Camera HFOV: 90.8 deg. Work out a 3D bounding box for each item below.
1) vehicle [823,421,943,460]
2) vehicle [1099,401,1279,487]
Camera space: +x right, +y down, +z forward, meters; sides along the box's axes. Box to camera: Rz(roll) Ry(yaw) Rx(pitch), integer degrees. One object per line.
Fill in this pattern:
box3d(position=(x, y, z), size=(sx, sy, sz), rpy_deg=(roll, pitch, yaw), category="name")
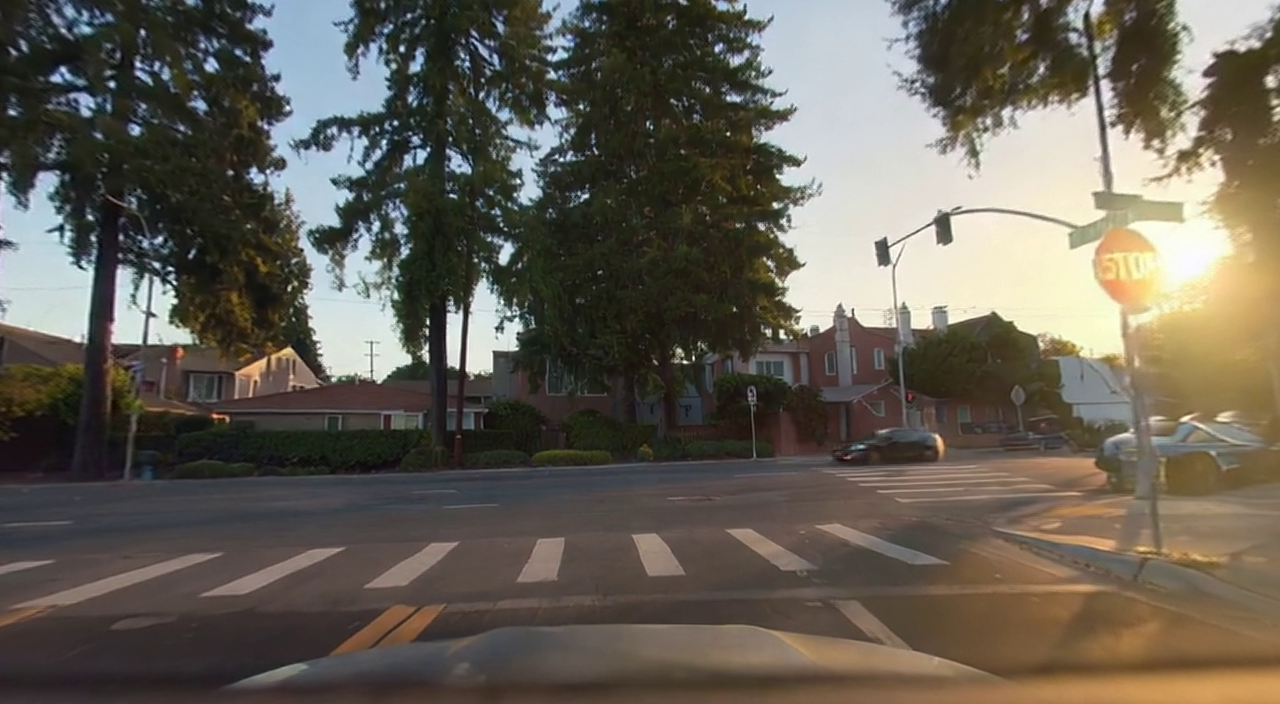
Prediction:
box3d(position=(9.968, 3.653, 26.022), size=(4.296, 1.499, 1.814), rpy_deg=(2, -8, -13), category="vehicle")
box3d(position=(12.801, 1.993, 13.749), size=(4.208, 1.685, 2.014), rpy_deg=(1, -8, -8), category="vehicle")
